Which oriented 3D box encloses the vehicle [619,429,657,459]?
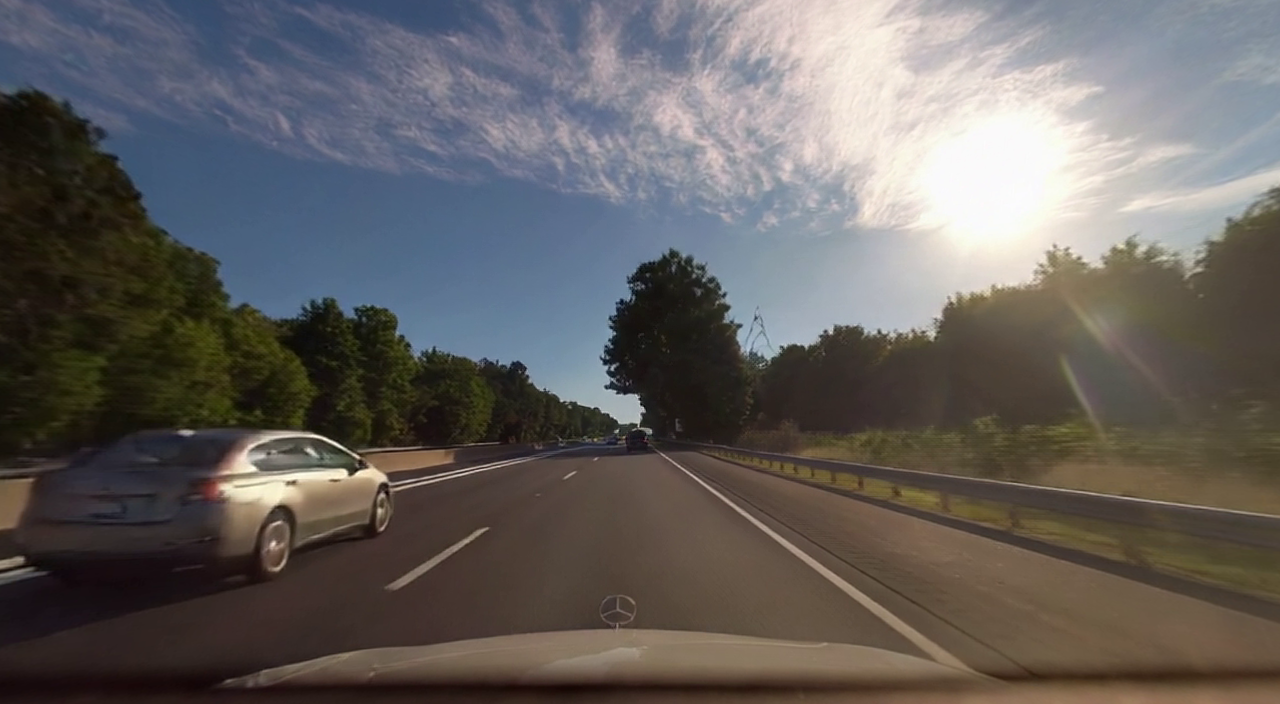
[{"bbox_3d":[-0.128,5.444,37.392,2.134,1.654,4.174,0,-8,0],"label":"vehicle"}]

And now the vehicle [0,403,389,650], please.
[{"bbox_3d":[-4.204,1.337,5.928,2.030,1.491,4.046,0,-8,0],"label":"vehicle"}]
